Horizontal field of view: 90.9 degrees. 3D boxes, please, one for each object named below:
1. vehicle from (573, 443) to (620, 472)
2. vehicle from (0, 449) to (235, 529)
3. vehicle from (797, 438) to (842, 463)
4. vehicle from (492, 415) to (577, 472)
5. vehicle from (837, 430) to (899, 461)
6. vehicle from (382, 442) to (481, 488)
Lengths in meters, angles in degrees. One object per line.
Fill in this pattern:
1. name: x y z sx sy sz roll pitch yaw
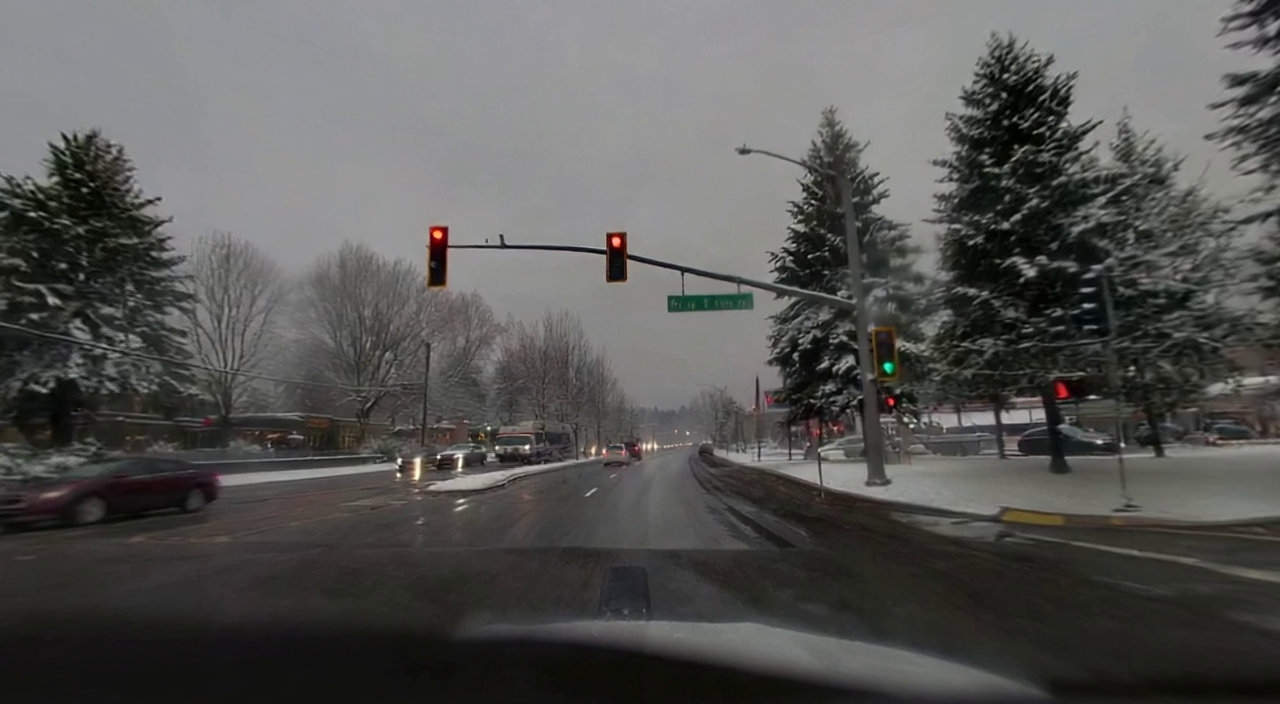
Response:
1. vehicle: -2.180 5.420 32.560 1.959 1.406 4.272 -1 -9 2
2. vehicle: -11.525 2.911 14.049 2.004 1.478 4.373 0 -9 1
3. vehicle: 11.393 6.302 40.323 1.888 1.465 4.727 -1 -9 5
4. vehicle: -7.057 6.417 44.643 3.056 3.289 13.199 -3 -8 2
5. vehicle: 14.328 5.954 40.026 2.015 1.839 5.416 0 -9 1
6. vehicle: -7.757 4.210 23.972 2.099 1.467 4.596 -2 -8 1
